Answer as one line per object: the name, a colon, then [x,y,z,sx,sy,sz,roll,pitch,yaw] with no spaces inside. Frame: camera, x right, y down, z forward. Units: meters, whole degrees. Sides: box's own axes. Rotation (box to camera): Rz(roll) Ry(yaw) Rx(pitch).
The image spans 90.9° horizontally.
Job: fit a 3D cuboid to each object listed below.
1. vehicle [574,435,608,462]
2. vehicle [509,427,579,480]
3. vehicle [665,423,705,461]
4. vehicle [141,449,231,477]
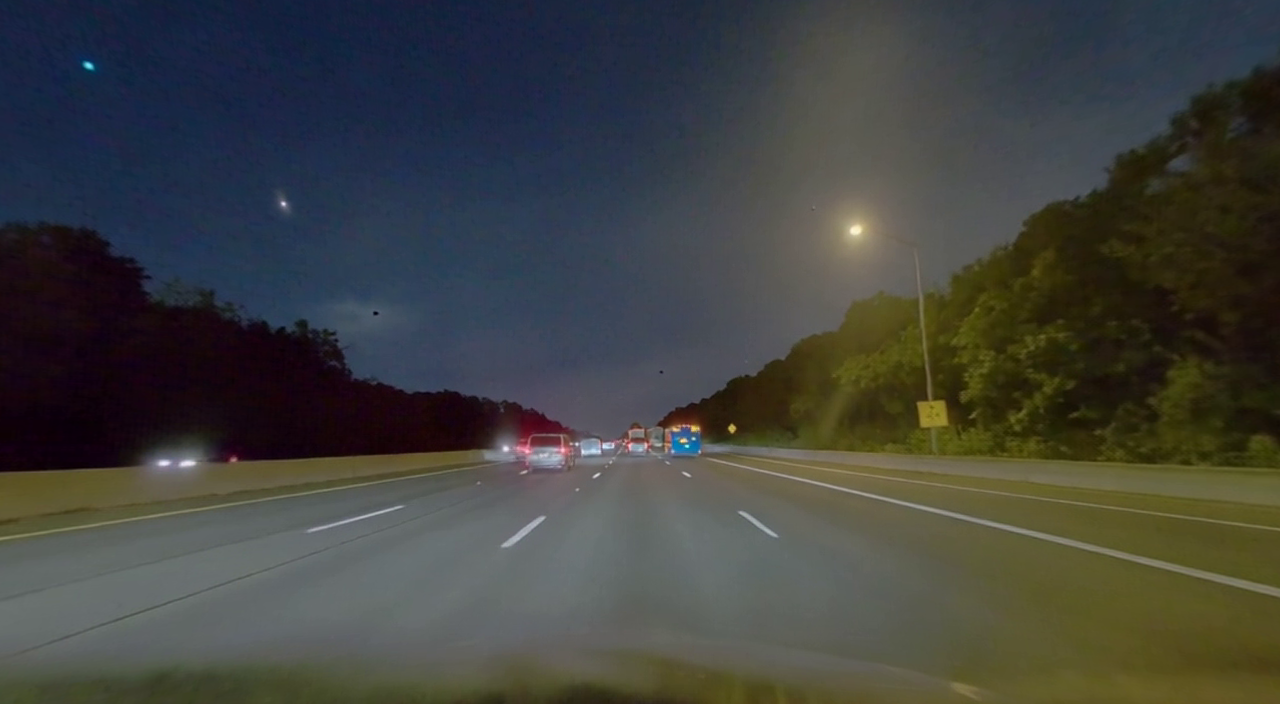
vehicle: [-3.492,7.061,46.021,2.155,1.843,4.567,0,-8,0]
vehicle: [-3.655,3.968,24.837,2.016,1.898,4.458,0,-8,1]
vehicle: [3.474,7.139,49.938,2.573,2.828,6.754,0,-8,0]
vehicle: [-26.873,6.560,37.555,1.955,1.497,4.582,0,-8,-1]
